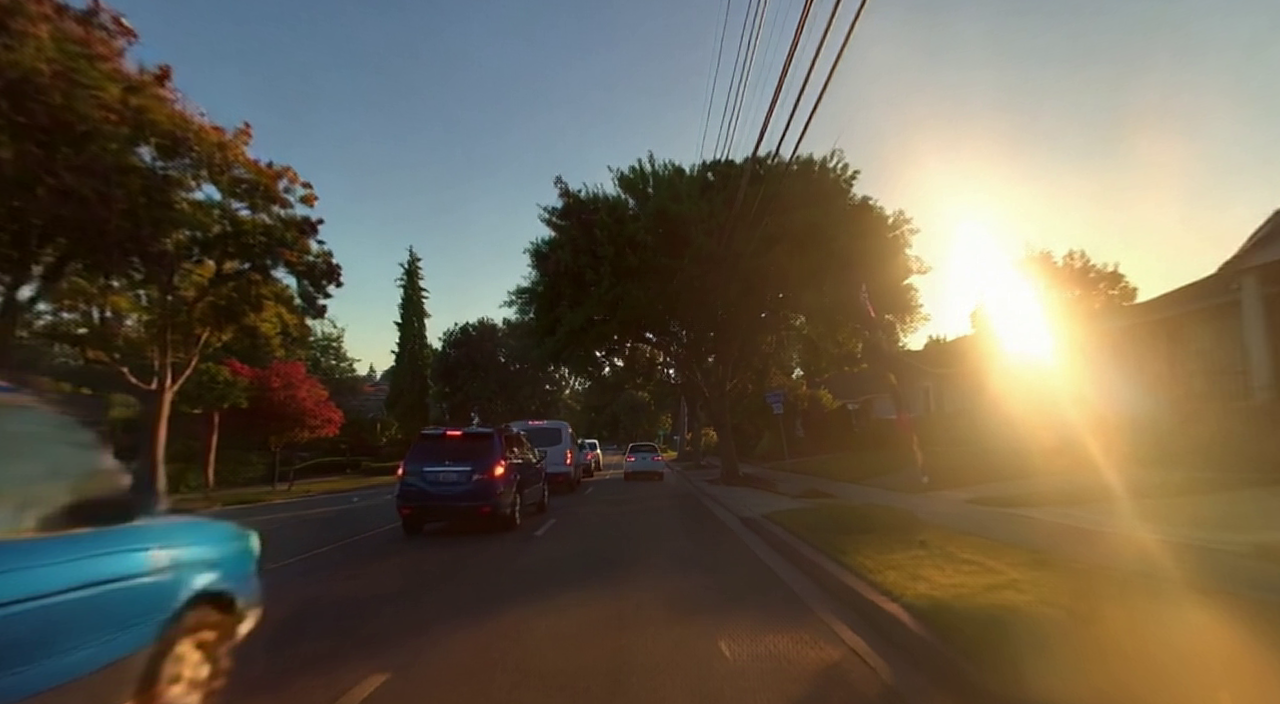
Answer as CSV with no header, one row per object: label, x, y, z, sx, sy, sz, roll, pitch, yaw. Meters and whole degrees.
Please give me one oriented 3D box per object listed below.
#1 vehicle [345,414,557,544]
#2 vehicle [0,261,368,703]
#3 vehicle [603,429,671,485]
vehicle,-2.804,2.016,10.590,2.105,1.709,4.251,0,-9,2
vehicle,-2.646,0.638,1.317,2.157,1.765,4.303,0,-9,1
vehicle,-0.088,3.587,21.695,2.120,1.718,3.909,0,-9,0
